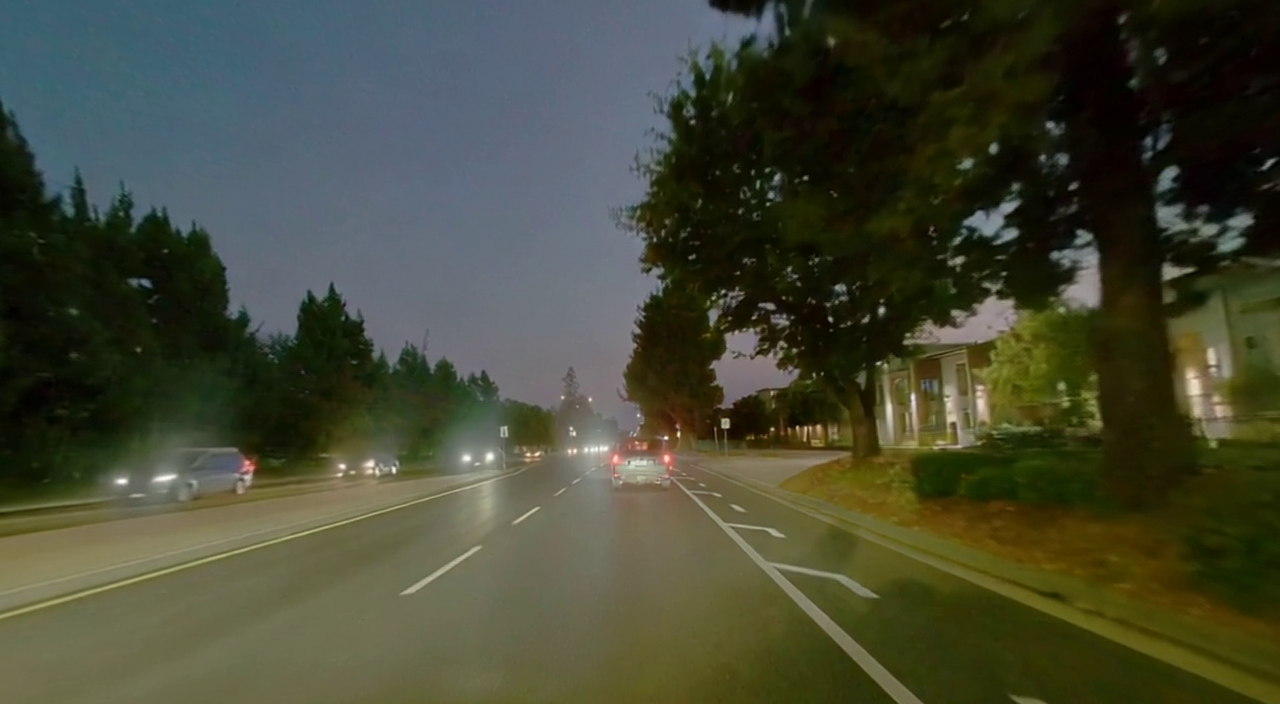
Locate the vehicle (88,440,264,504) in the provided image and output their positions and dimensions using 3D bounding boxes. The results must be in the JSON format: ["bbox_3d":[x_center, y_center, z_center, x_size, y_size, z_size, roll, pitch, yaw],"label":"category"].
[{"bbox_3d":[-15.546,4.010,21.657,2.283,1.880,4.960,0,-9,0],"label":"vehicle"}]

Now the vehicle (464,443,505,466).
[{"bbox_3d":[-12.210,8.027,49.824,2.143,1.711,4.477,0,-9,0],"label":"vehicle"}]

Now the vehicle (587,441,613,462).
[{"bbox_3d":[-3.052,7.668,48.760,1.879,1.494,3.626,0,-9,-2],"label":"vehicle"}]

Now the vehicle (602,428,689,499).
[{"bbox_3d":[0.127,2.965,17.134,2.094,1.682,3.866,0,-9,0],"label":"vehicle"}]

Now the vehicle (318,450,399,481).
[{"bbox_3d":[-15.207,6.117,34.442,2.124,1.542,4.702,0,-9,2],"label":"vehicle"}]
